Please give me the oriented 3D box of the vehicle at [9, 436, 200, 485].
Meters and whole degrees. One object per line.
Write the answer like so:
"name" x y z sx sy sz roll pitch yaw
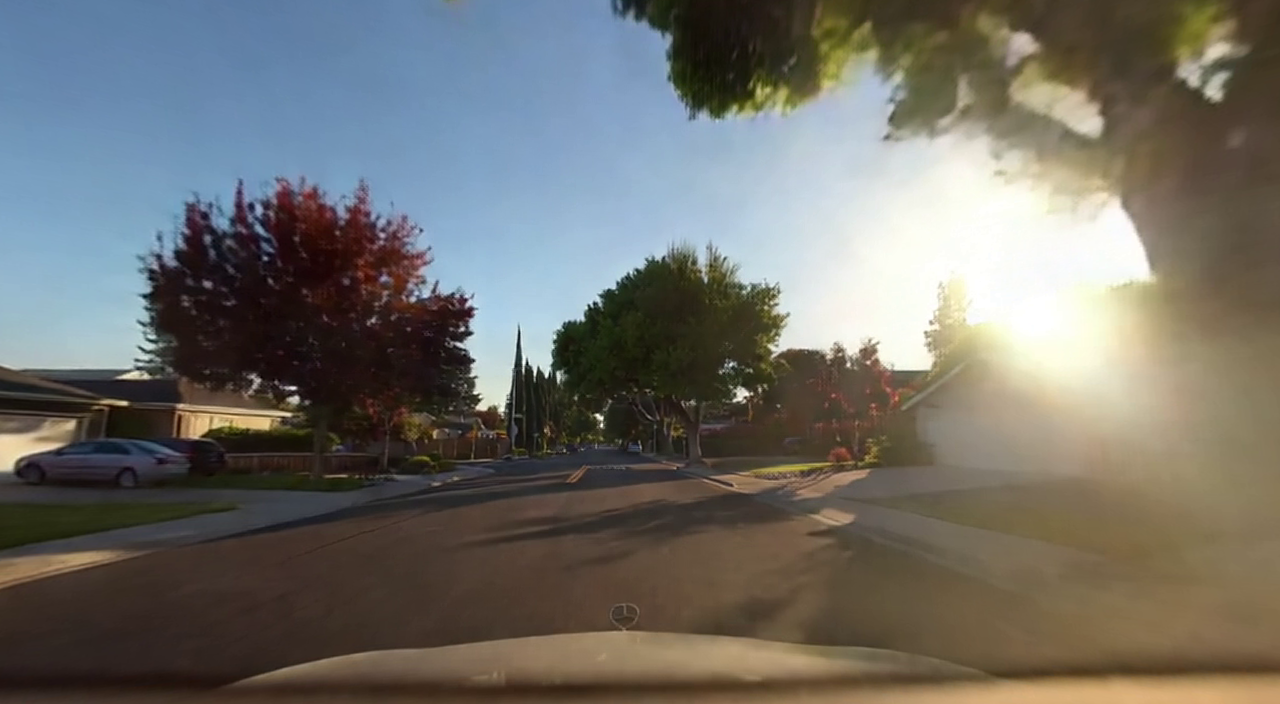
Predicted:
"vehicle" -17.490 3.555 20.835 4.307 1.508 2.072 0 -9 -1
